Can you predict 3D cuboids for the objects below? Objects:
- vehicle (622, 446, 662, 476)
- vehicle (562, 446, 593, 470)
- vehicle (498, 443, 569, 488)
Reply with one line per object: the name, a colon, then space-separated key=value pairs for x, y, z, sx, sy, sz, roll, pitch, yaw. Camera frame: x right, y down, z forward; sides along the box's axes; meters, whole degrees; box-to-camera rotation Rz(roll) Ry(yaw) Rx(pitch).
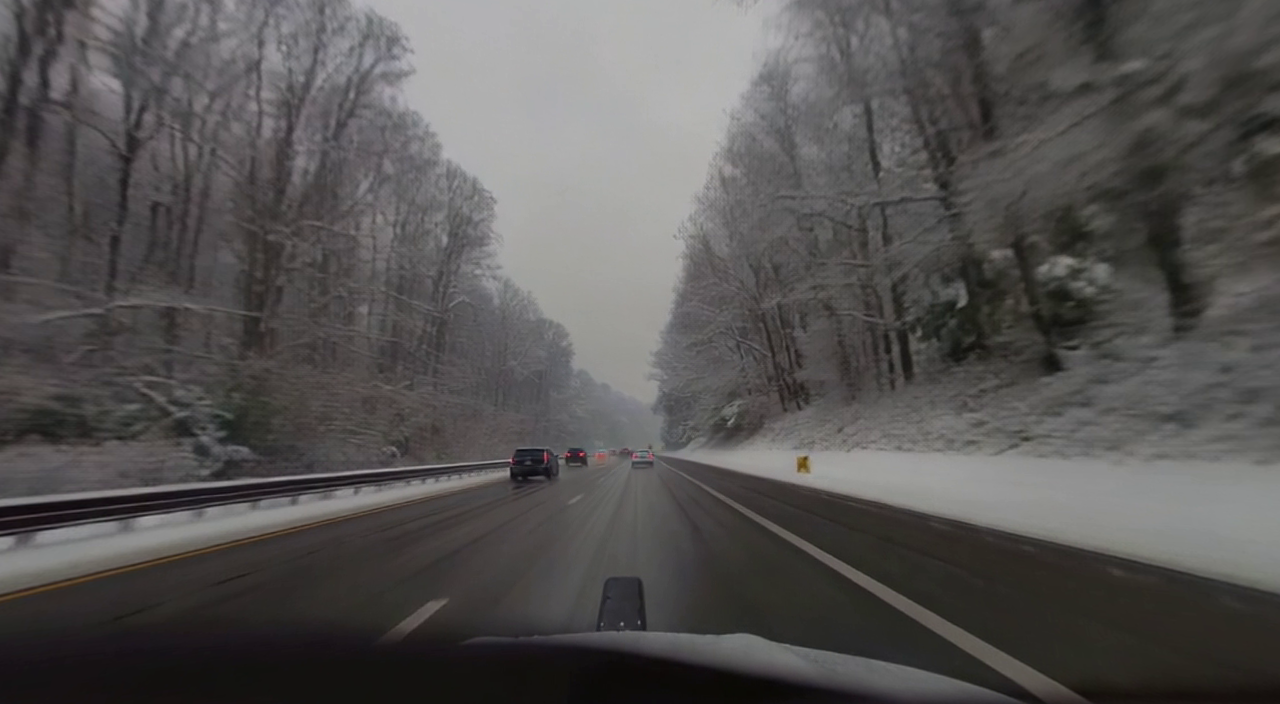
vehicle: x=0.080 y=5.796 z=33.628 sx=2.001 sy=1.490 sz=3.914 roll=0 pitch=-9 yaw=-1
vehicle: x=-4.391 y=7.501 z=44.801 sx=1.834 sy=1.615 sz=3.624 roll=0 pitch=-9 yaw=0
vehicle: x=-3.875 y=4.196 z=23.566 sx=1.978 sy=1.538 sz=3.755 roll=0 pitch=-9 yaw=0
